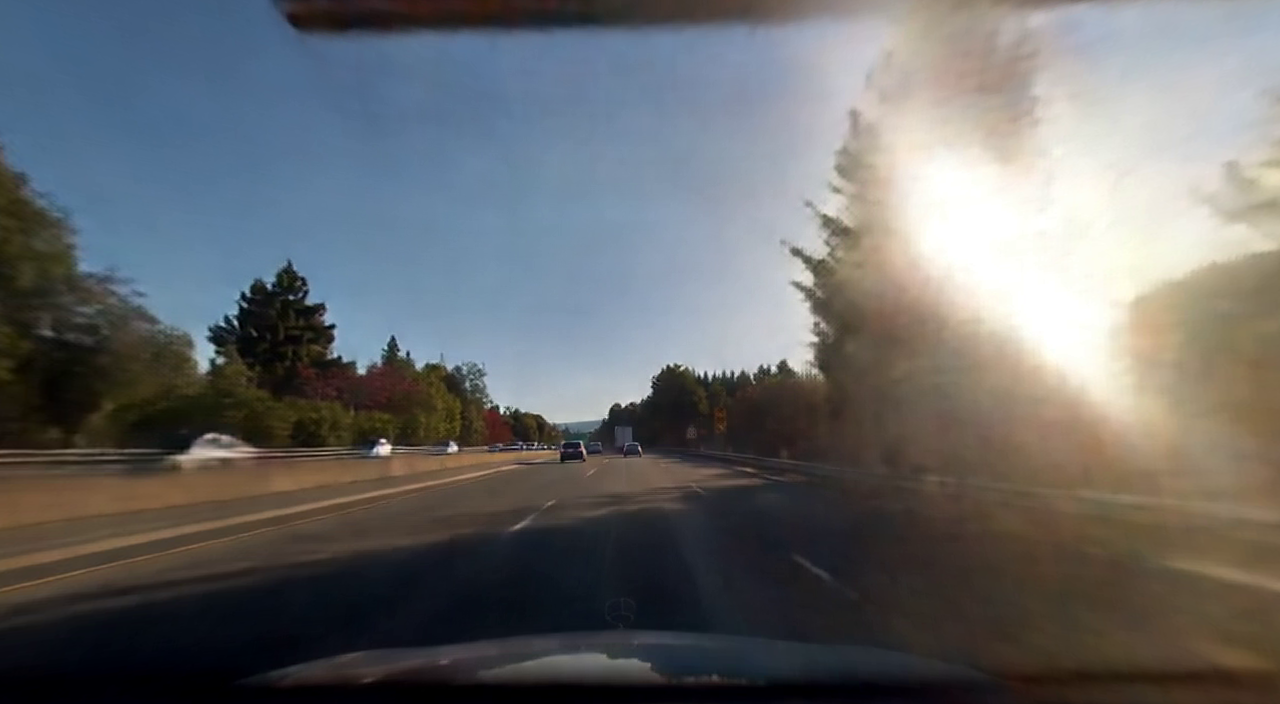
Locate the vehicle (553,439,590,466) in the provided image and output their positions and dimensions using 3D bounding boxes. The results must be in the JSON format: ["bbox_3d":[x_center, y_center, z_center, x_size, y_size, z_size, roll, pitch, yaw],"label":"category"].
[{"bbox_3d":[-4.445,6.588,41.207,2.098,1.692,4.038,0,-9,-1],"label":"vehicle"}]

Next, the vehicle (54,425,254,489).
[{"bbox_3d":[-12.597,2.772,16.721,1.831,1.460,4.414,0,-9,-1],"label":"vehicle"}]

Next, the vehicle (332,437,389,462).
[{"bbox_3d":[-17.588,6.183,39.605,1.857,1.478,3.924,0,-9,-1],"label":"vehicle"}]
